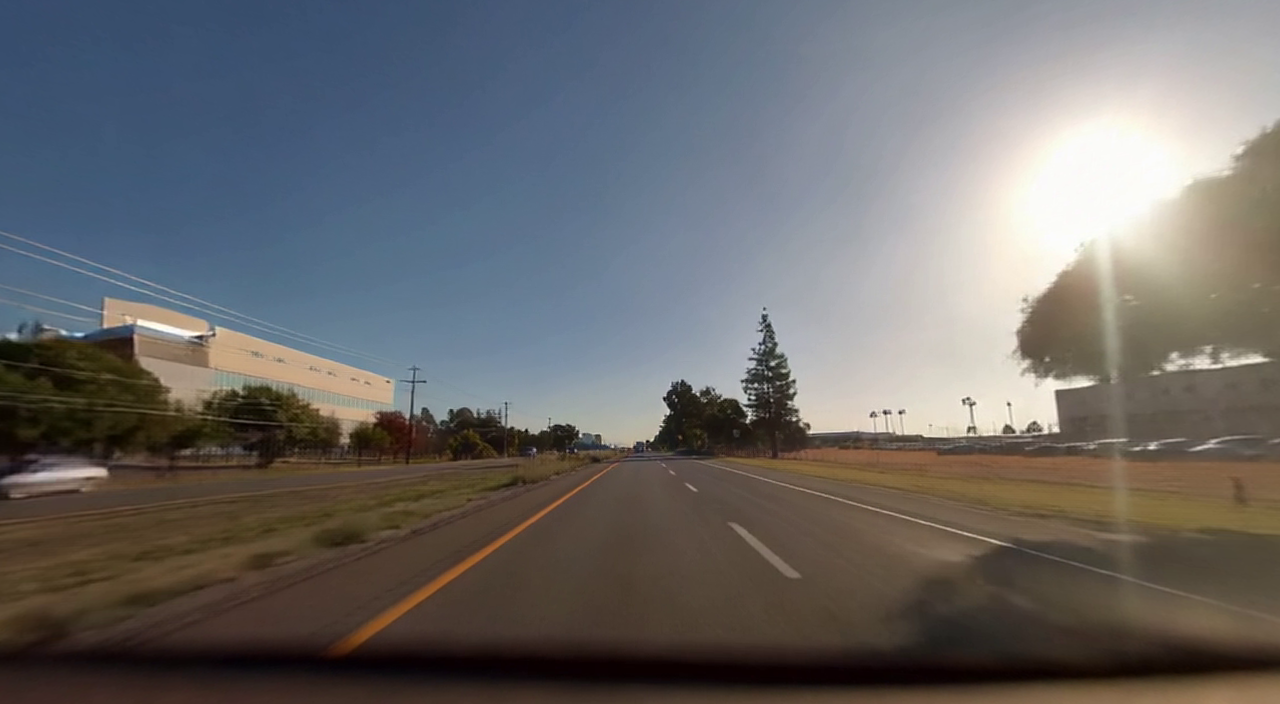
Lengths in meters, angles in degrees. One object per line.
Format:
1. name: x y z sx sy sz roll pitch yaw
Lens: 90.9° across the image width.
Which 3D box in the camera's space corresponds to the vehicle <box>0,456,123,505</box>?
1. vehicle: -21.433 4.515 22.546 1.913 1.457 4.700 0 -9 0
